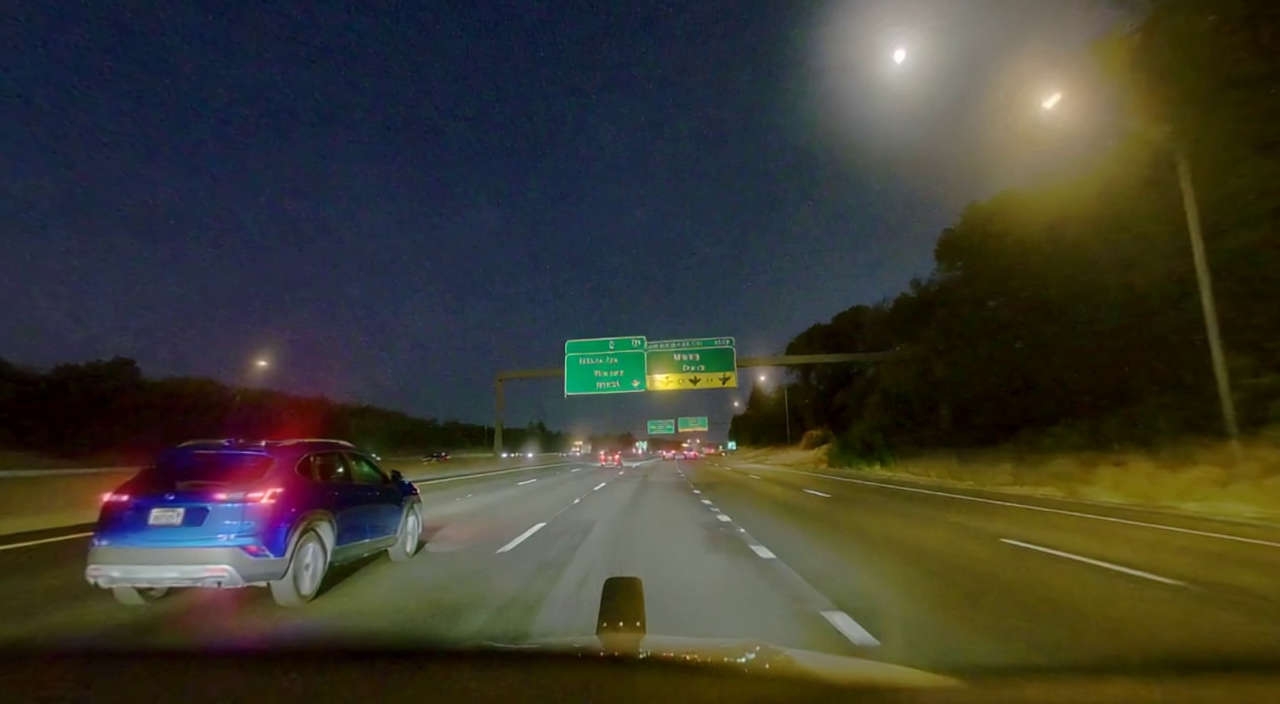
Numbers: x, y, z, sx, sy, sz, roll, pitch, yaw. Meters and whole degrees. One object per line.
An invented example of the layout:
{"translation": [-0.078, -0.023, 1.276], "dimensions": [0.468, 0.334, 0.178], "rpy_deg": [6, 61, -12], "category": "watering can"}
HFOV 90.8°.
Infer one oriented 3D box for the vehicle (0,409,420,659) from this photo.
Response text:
{"translation": [-3.977, 1.507, 6.286], "dimensions": [2.016, 1.623, 4.126], "rpy_deg": [0, -9, 1], "category": "vehicle"}
